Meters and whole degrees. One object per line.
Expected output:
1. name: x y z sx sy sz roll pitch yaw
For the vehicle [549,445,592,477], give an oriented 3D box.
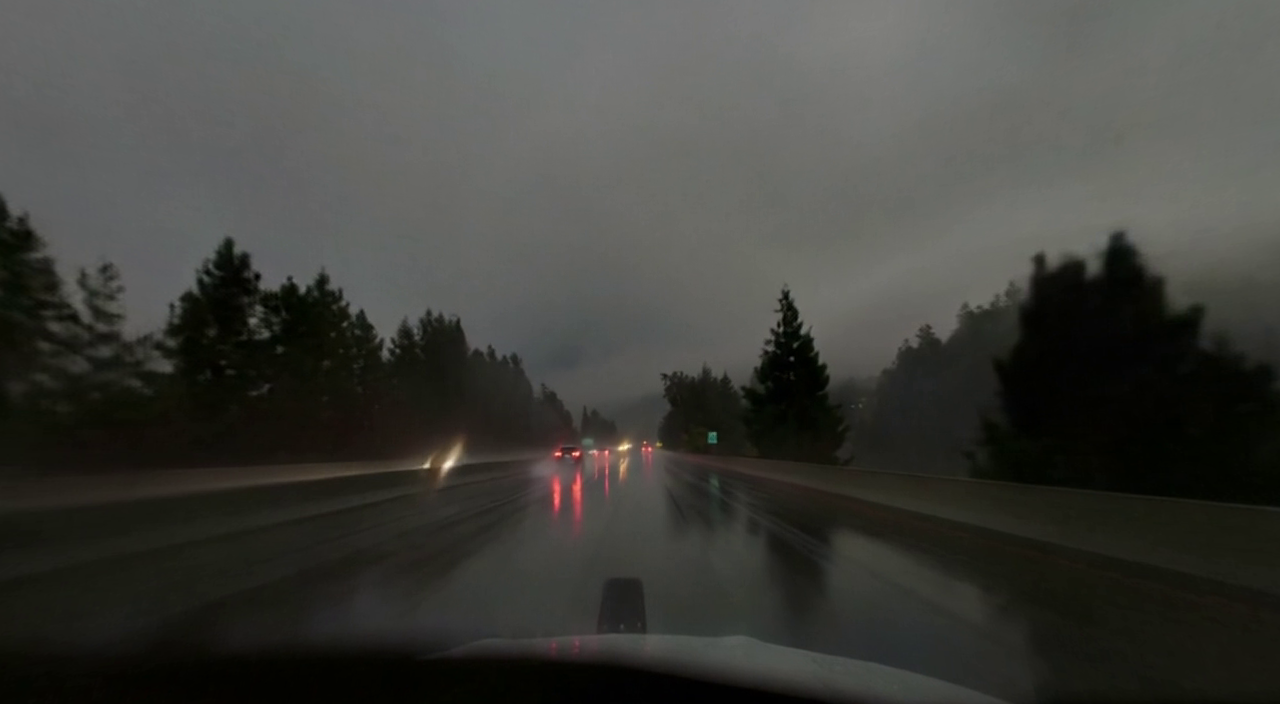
1. vehicle: -3.744 5.946 34.676 1.846 1.600 4.108 0 -9 0
